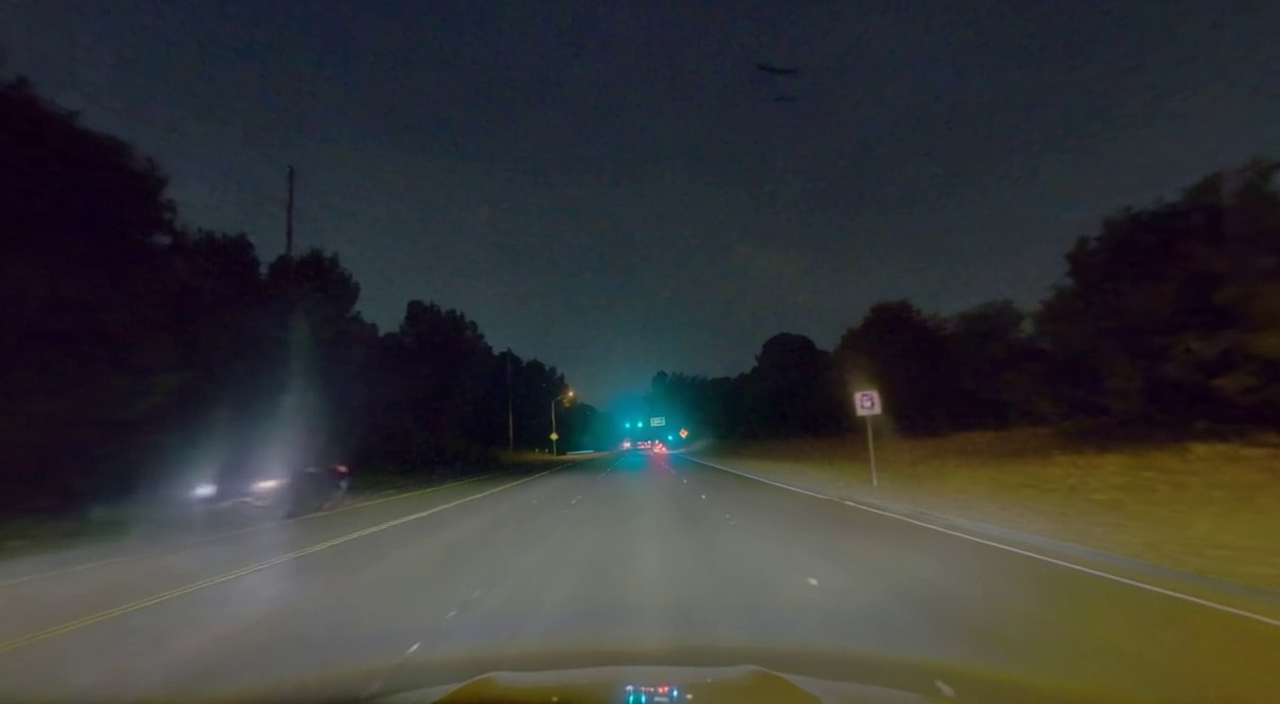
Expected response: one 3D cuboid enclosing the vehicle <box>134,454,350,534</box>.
[{"bbox_3d":[-8.893,3.162,14.772,2.011,1.482,4.671,0,-8,0],"label":"vehicle"}]
